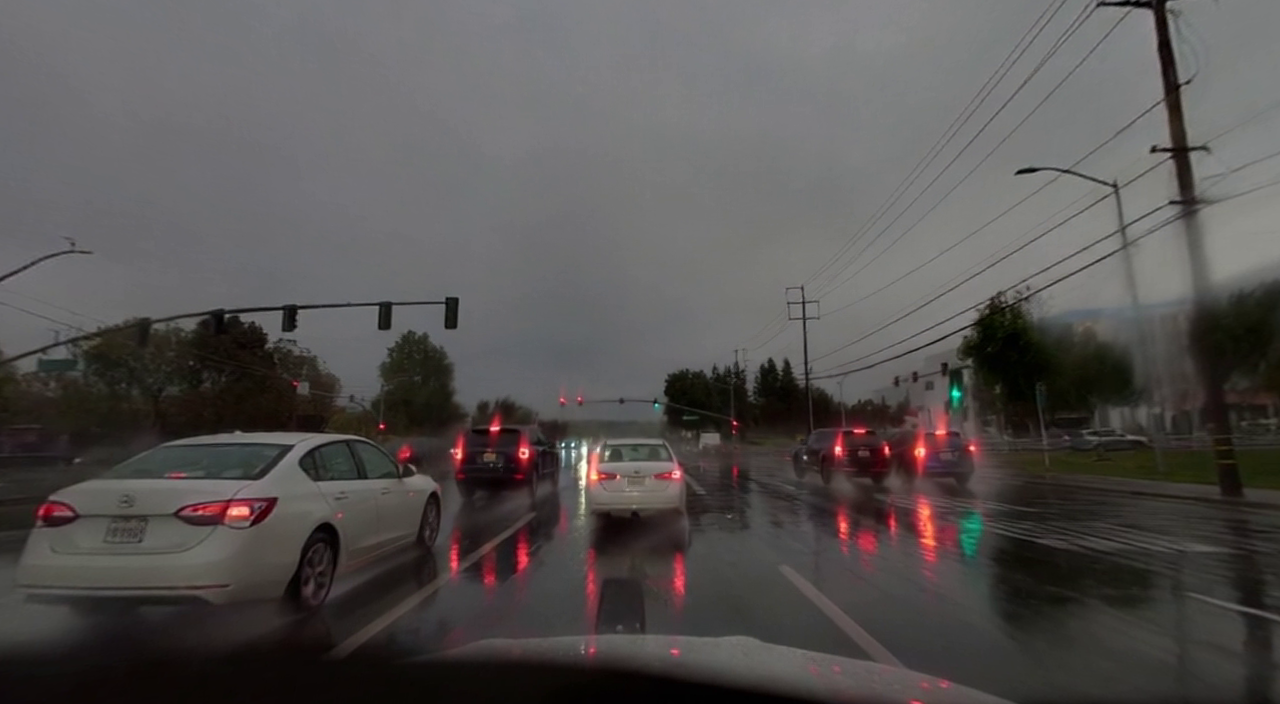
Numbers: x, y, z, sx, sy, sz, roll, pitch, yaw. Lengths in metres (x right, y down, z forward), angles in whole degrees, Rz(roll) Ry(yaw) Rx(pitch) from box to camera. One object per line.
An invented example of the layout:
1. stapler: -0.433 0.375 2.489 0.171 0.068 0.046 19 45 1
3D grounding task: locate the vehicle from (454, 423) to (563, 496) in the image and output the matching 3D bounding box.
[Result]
1. vehicle: -3.386 2.866 17.174 2.033 1.714 4.278 0 -8 0

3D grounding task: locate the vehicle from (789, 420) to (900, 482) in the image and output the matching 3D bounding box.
1. vehicle: 7.174 3.552 22.905 2.156 1.982 5.358 0 -8 -1

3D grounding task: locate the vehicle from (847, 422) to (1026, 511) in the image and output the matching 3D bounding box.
1. vehicle: 6.423 2.512 14.340 1.945 1.706 4.190 0 -8 -1

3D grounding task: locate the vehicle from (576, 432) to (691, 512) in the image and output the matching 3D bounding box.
1. vehicle: -0.137 2.483 13.549 2.098 1.431 3.958 0 -8 0

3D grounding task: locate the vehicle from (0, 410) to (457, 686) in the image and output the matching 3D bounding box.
1. vehicle: -3.205 1.366 5.604 1.837 1.463 4.311 0 -8 0

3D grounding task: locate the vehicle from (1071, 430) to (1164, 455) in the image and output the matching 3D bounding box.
1. vehicle: 35.502 6.742 47.086 5.147 1.774 2.049 0 -9 2

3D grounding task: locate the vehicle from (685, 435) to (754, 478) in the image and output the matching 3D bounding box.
1. vehicle: 2.998 4.064 24.932 1.987 1.515 4.521 0 -8 -2
